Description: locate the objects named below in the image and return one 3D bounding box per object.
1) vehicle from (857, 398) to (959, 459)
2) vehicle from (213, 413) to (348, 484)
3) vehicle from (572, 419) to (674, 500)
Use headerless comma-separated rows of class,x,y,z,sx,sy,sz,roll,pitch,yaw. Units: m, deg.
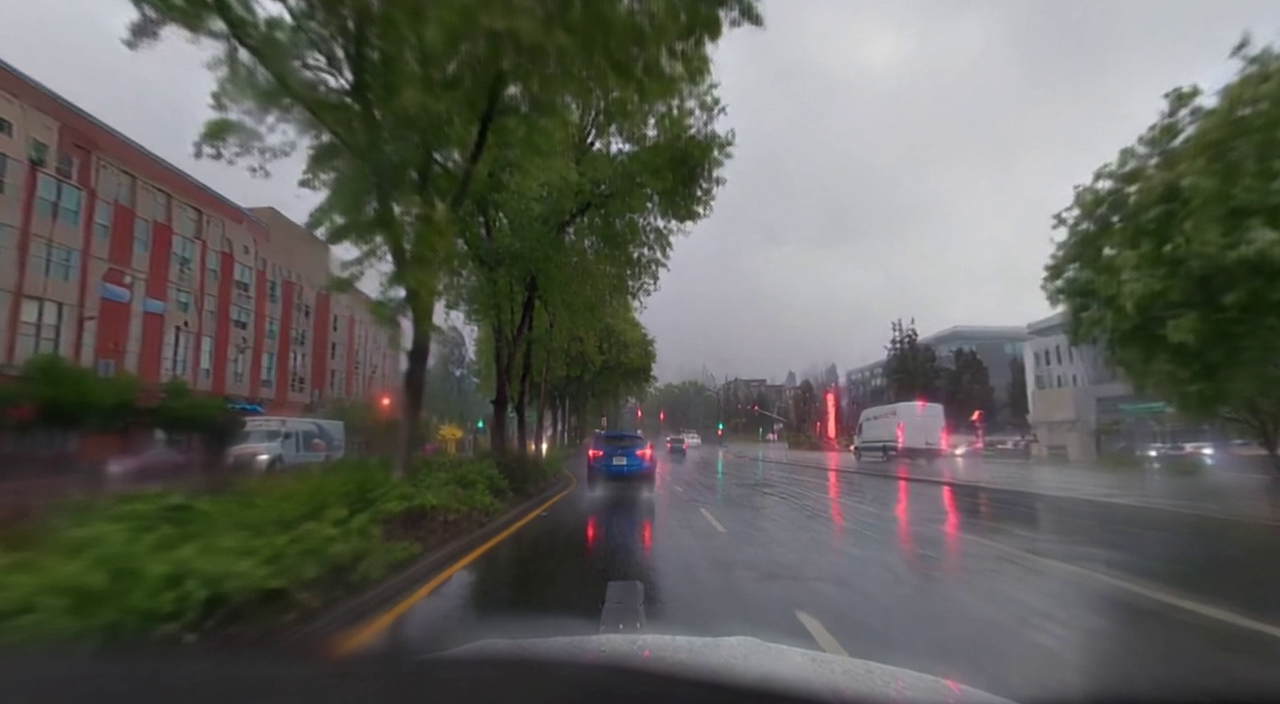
vehicle,18.102,5.430,43.576,3.269,3.755,8.862,0,-9,2
vehicle,-19.136,5.232,34.385,2.811,3.399,7.898,0,-9,-2
vehicle,-0.444,2.732,16.367,2.277,1.816,4.192,0,-9,-2
